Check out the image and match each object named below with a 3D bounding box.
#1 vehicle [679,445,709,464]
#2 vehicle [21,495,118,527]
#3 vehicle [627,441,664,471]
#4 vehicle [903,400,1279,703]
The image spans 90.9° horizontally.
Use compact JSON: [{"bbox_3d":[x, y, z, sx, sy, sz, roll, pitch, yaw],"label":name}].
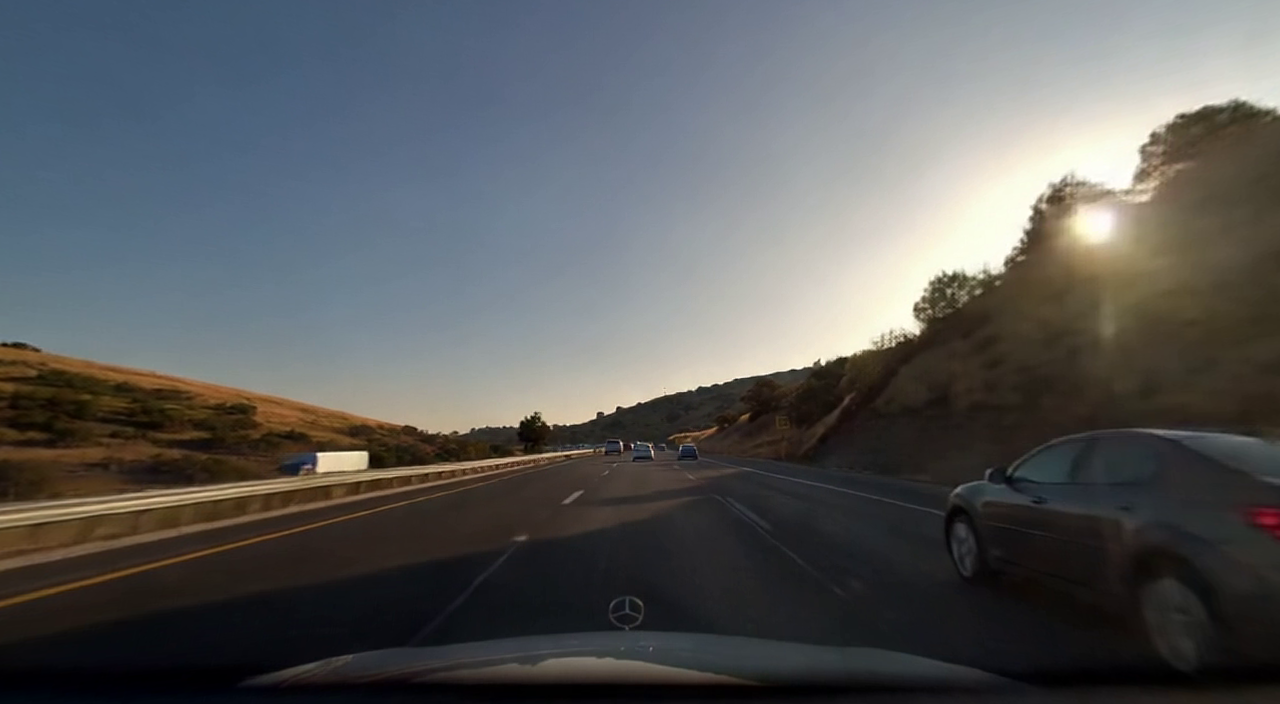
[{"bbox_3d":[4.083,7.873,48.450,1.976,1.352,3.602,0,-8,-1],"label":"vehicle"},{"bbox_3d":[-38.890,10.816,43.201,1.930,1.634,5.099,0,-8,0],"label":"vehicle"},{"bbox_3d":[0.325,5.888,36.086,1.986,1.576,4.312,0,-8,0],"label":"vehicle"},{"bbox_3d":[3.788,1.196,4.329,2.020,1.500,4.416,0,-8,0],"label":"vehicle"}]
